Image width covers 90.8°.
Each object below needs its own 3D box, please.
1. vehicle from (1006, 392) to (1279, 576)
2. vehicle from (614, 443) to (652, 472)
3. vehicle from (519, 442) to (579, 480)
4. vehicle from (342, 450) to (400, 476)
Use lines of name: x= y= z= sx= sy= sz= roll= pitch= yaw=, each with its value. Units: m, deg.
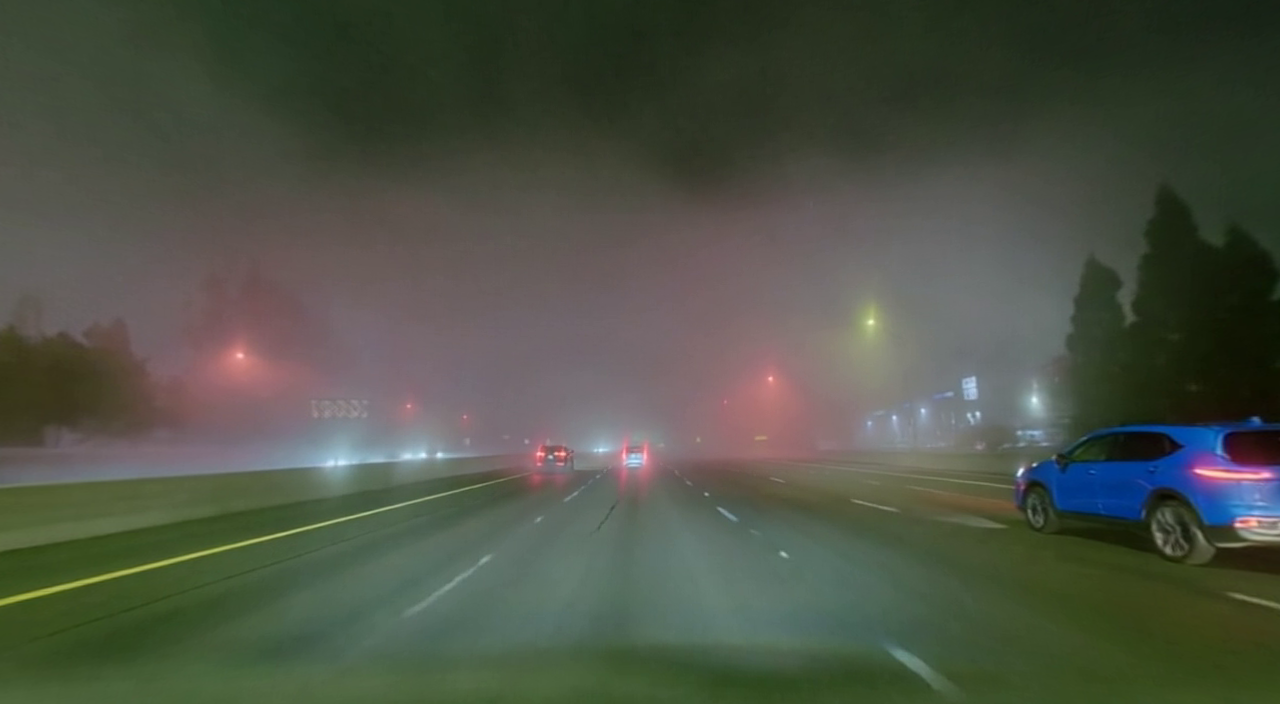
vehicle: x=7.315 y=1.614 z=8.353 sx=2.028 sy=1.801 sz=4.741 roll=0 pitch=-9 yaw=-1
vehicle: x=-0.409 y=5.880 z=35.309 sx=1.997 sy=1.485 sz=4.094 roll=0 pitch=-9 yaw=-1
vehicle: x=-3.824 y=4.664 z=27.384 sx=1.886 sy=1.465 sz=4.625 roll=0 pitch=-9 yaw=0
vehicle: x=-16.793 y=6.942 z=39.680 sx=1.903 sy=1.526 sz=3.970 roll=0 pitch=-9 yaw=0
